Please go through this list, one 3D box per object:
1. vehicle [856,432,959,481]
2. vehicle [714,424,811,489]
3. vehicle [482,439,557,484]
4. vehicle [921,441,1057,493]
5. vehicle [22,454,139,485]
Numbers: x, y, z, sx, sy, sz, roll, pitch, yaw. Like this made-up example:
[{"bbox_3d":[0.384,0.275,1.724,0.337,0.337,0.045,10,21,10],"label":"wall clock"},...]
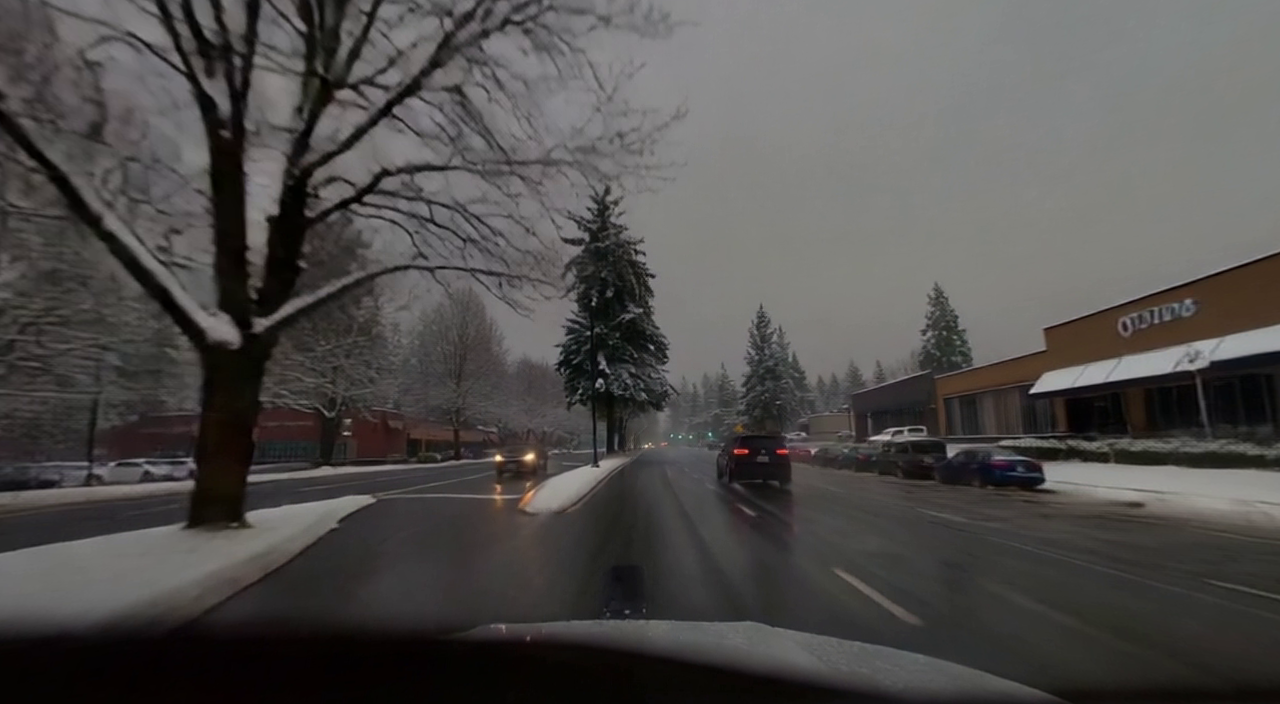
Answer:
[{"bbox_3d":[10.730,4.221,25.799,1.989,1.768,4.977,0,-8,0],"label":"vehicle"},{"bbox_3d":[3.790,3.350,20.460,2.183,1.845,4.482,0,-8,-1],"label":"vehicle"},{"bbox_3d":[-4.337,4.003,23.441,2.031,1.478,4.434,0,-8,-1],"label":"vehicle"},{"bbox_3d":[10.814,3.575,19.956,1.847,1.445,4.281,0,-8,0],"label":"vehicle"},{"bbox_3d":[-29.754,6.260,33.635,4.306,1.459,2.001,-1,-8,0],"label":"vehicle"}]
